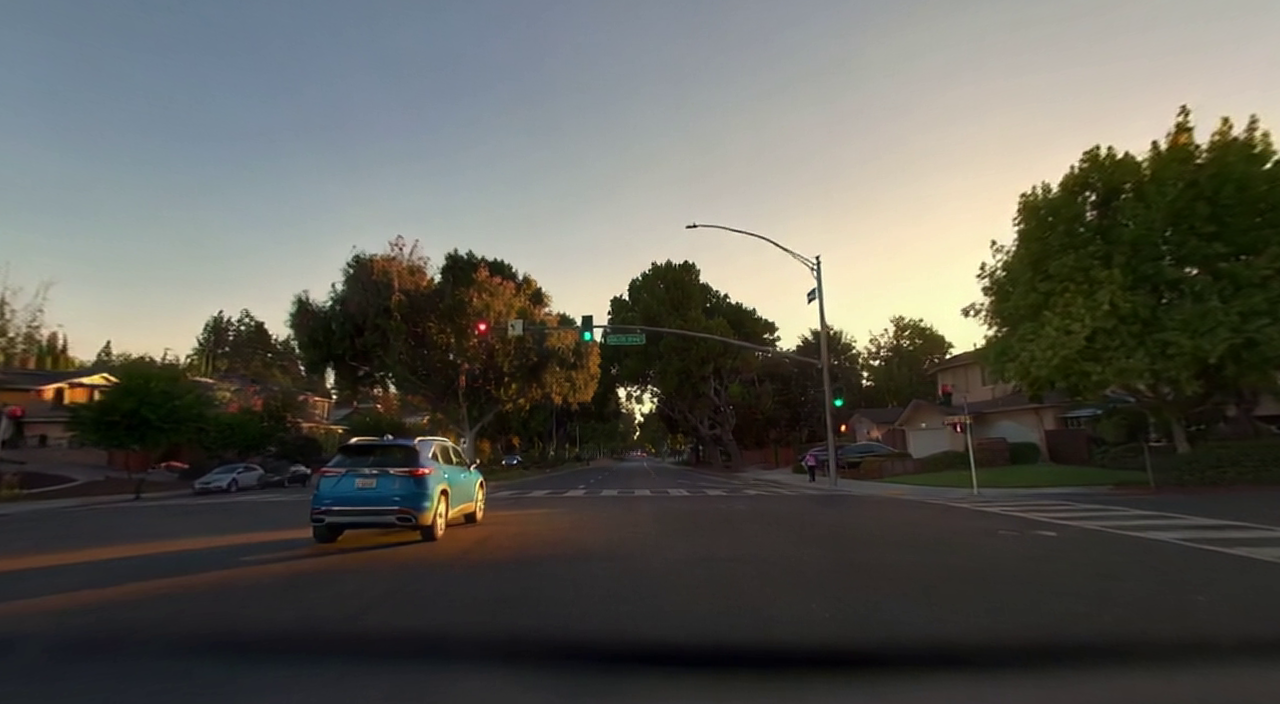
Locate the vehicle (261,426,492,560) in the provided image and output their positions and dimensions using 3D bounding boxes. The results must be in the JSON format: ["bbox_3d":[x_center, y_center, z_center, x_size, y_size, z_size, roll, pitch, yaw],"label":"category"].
[{"bbox_3d":[-3.964,2.170,10.476,1.993,1.733,4.262,0,-9,-1],"label":"vehicle"}]
